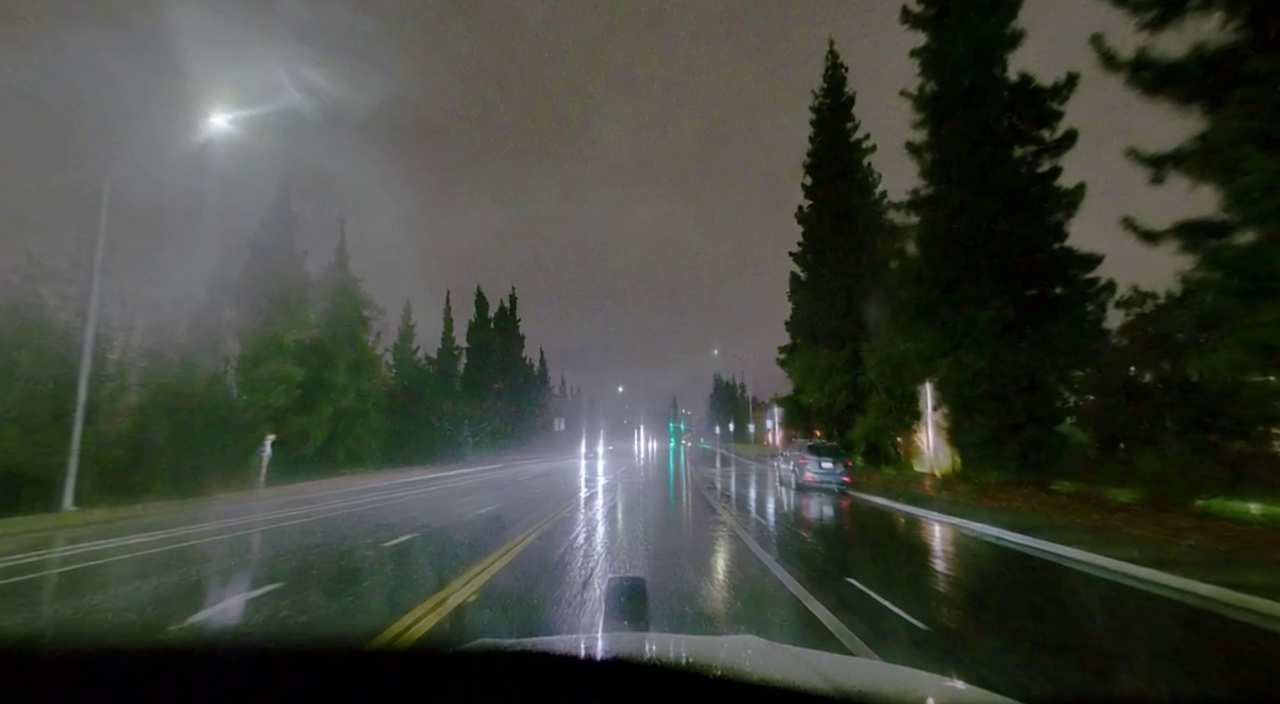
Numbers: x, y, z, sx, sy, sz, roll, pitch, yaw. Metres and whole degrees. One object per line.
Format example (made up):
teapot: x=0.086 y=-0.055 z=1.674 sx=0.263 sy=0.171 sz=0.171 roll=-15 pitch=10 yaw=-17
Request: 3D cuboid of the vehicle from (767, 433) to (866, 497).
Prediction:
vehicle: x=5.497 y=3.555 z=20.180 sx=2.068 sy=1.688 sz=4.442 roll=3 pitch=-9 yaw=3
